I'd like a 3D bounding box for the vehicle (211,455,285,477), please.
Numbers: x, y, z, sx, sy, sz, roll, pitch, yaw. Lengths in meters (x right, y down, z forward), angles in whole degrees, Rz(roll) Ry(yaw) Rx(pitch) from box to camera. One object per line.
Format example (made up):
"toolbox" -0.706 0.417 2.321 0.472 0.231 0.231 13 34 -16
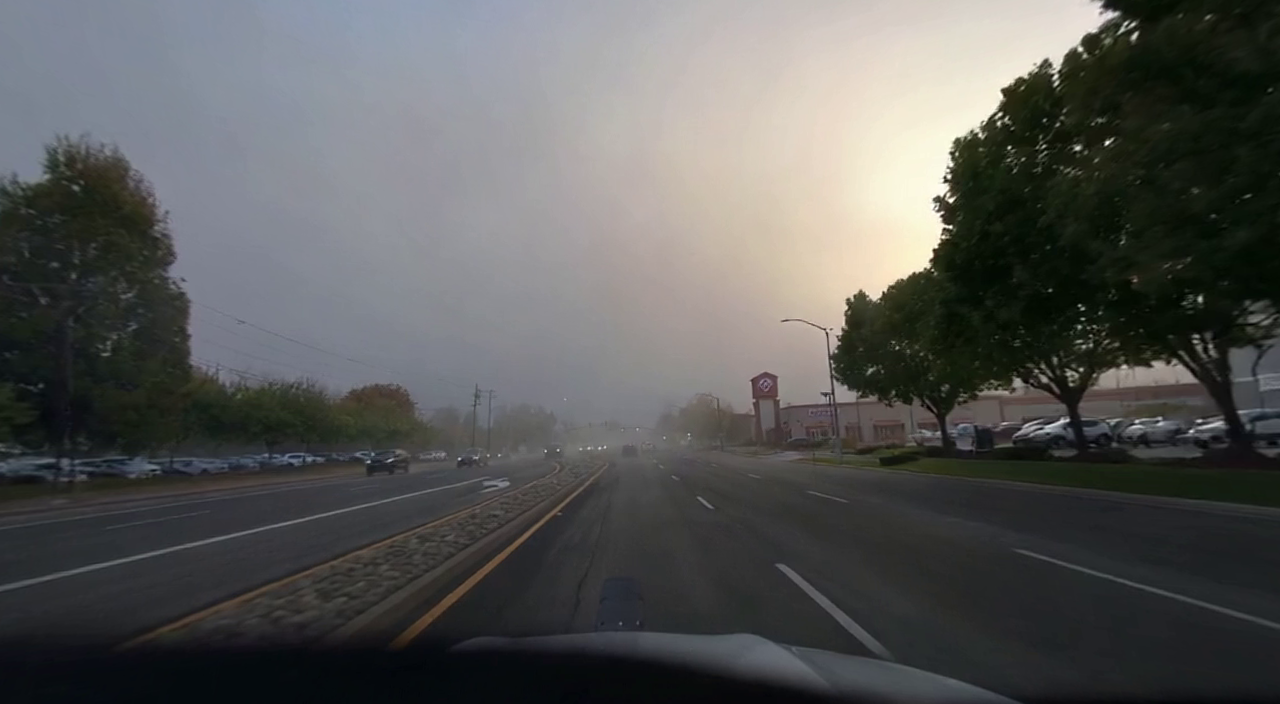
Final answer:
"vehicle" -28.517 8.293 46.084 4.318 1.499 2.021 4 -10 -26

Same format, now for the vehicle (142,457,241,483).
"vehicle" -28.280 7.436 40.065 4.766 1.489 2.092 5 -10 -27

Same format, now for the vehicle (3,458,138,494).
"vehicle" -27.777 6.064 31.030 4.495 1.460 1.853 2 -11 -26

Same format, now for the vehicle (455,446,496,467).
"vehicle" -12.007 7.647 46.399 1.866 1.518 4.240 0 -9 0

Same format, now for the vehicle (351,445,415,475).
"vehicle" -15.611 6.574 38.673 2.060 1.748 4.384 0 -9 0
